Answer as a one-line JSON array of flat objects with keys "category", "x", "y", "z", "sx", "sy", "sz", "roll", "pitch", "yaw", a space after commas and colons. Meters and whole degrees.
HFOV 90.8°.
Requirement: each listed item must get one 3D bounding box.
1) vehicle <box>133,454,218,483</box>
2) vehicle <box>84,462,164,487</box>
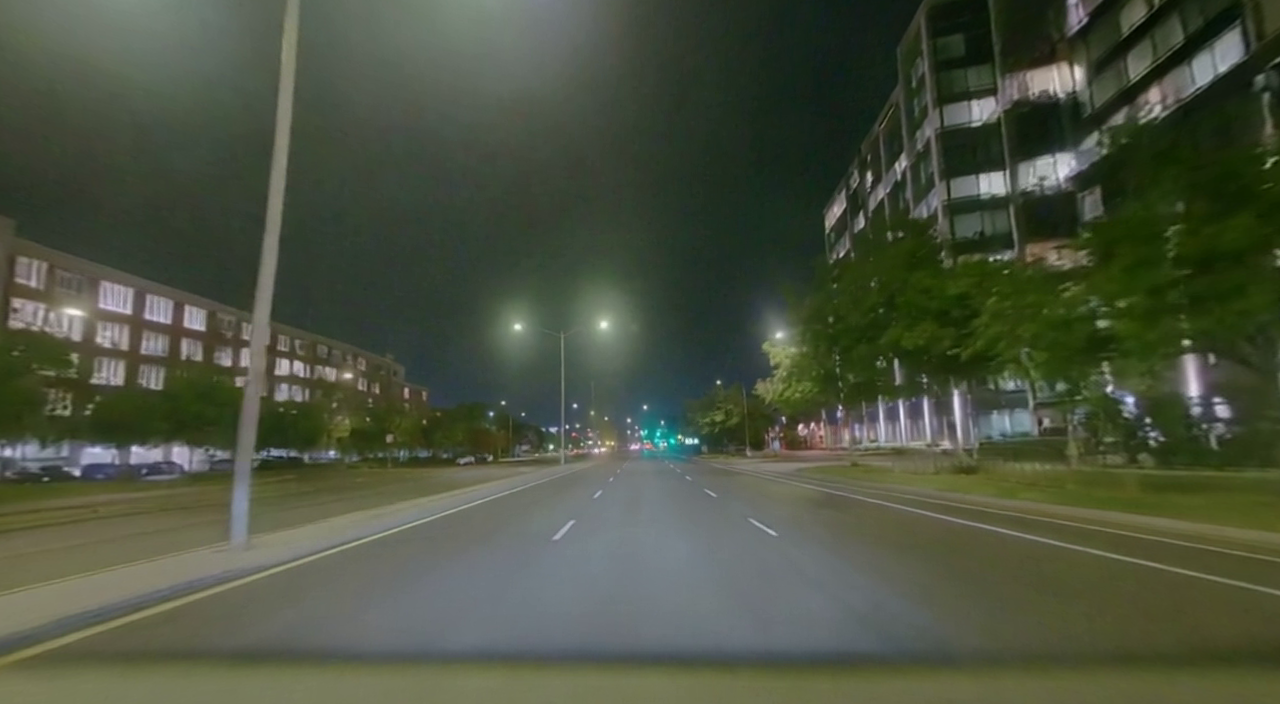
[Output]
[{"category": "vehicle", "x": -31.657, "y": 7.921, "z": 43.270, "sx": 2.034, "sy": 1.818, "sz": 4.855, "roll": 0, "pitch": -9, "yaw": 2}, {"category": "vehicle", "x": -34.480, "y": 8.155, "z": 42.367, "sx": 1.569, "sy": 1.422, "sz": 4.542, "roll": 0, "pitch": -8, "yaw": 0}]
